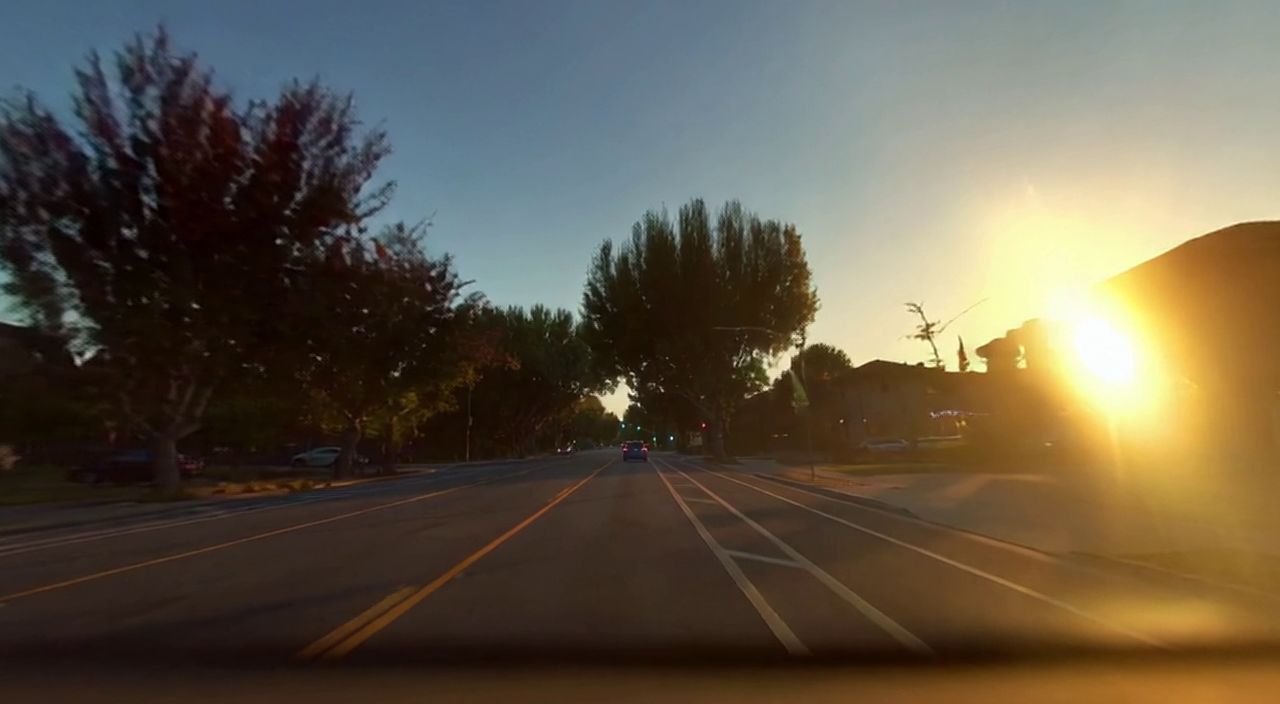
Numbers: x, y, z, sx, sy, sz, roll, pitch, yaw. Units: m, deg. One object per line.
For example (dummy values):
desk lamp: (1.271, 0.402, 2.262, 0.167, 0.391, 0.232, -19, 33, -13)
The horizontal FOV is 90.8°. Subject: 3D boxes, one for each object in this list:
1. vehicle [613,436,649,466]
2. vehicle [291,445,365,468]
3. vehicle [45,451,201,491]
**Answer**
vehicle: (-0.593, 6.432, 40.997, 2.230, 1.827, 4.298, 0, -8, -1)
vehicle: (-22.279, 7.490, 45.247, 4.241, 1.601, 1.970, 0, -8, 1)
vehicle: (-19.970, 4.600, 24.552, 4.232, 1.458, 2.010, 0, -8, -2)
